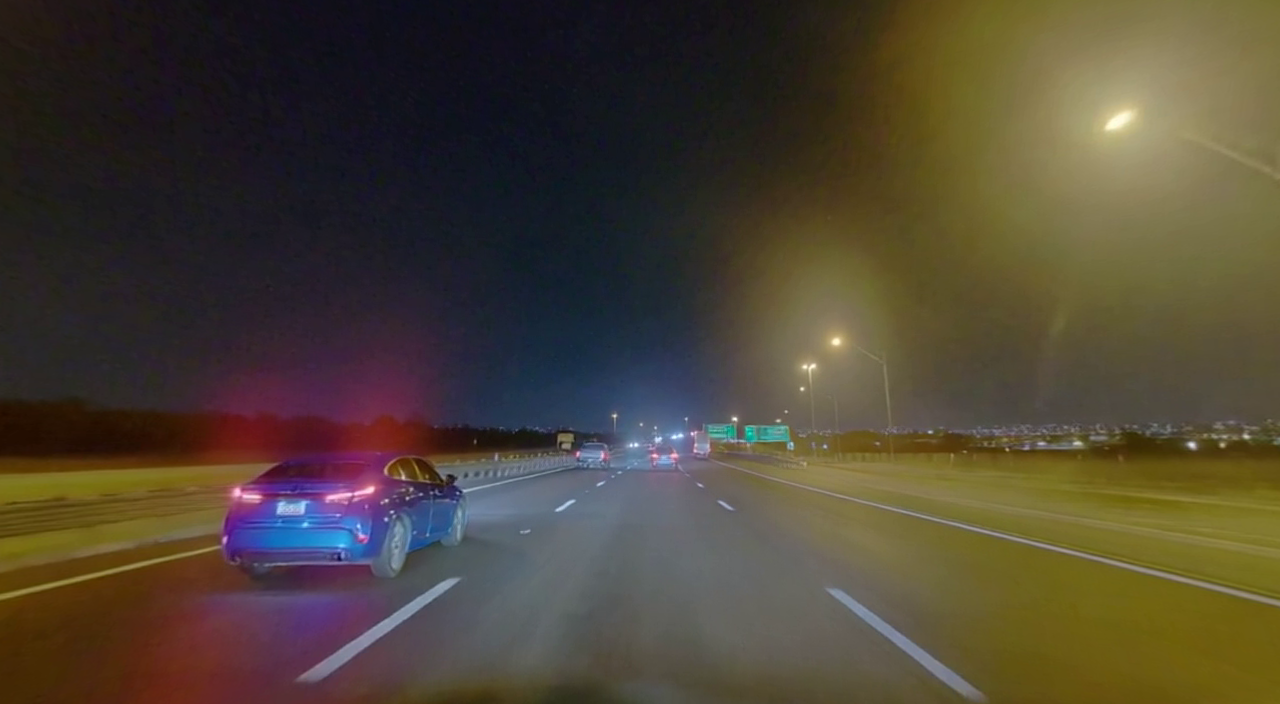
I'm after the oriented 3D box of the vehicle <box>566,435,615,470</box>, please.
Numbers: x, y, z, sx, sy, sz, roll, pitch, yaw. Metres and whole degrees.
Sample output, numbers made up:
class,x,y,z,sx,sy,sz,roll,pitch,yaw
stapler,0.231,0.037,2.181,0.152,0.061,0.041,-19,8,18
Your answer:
class,x,y,z,sx,sy,sz,roll,pitch,yaw
vehicle,-2.807,5.819,36.622,2.264,1.901,4.647,-1,-9,3

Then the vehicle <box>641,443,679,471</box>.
class,x,y,z,sx,sy,sz,roll,pitch,yaw
vehicle,1.185,6.200,37.485,2.086,1.548,4.325,0,-9,2
